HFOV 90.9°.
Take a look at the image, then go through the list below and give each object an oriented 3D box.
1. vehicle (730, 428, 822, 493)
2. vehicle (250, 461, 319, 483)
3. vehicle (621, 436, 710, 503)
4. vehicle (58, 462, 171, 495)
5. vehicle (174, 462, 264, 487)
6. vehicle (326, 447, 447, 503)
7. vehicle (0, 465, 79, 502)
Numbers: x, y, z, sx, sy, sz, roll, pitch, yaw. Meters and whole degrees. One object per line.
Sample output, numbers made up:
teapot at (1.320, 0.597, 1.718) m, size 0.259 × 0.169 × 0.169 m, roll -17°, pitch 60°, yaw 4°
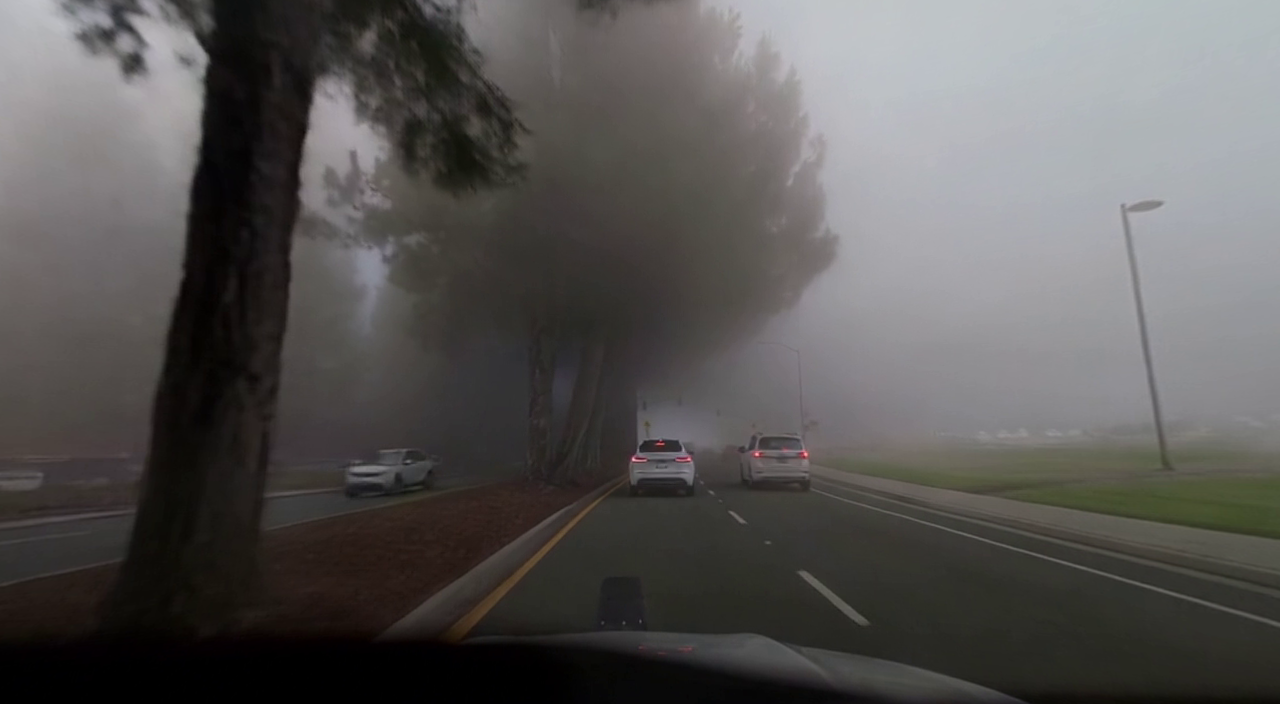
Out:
vehicle at (4.263, 3.483, 20.650) m, size 1.953 × 1.818 × 5.299 m, roll -1°, pitch -8°, yaw 2°
vehicle at (-25.743, 8.680, 45.726) m, size 4.011 × 1.473 × 1.913 m, roll -2°, pitch -8°, yaw 10°
vehicle at (0.678, 3.123, 17.256) m, size 2.154 × 1.585 × 3.997 m, roll -1°, pitch -8°, yaw 2°
vehicle at (-27.577, 6.632, 33.156) m, size 4.434 × 1.582 × 1.946 m, roll -1°, pitch -8°, yaw 7°
vehicle at (-27.079, 7.856, 40.623) m, size 4.366 × 1.486 × 2.072 m, roll -1°, pitch -8°, yaw 5°
vehicle at (-7.719, 3.766, 19.726) m, size 1.773 × 1.449 × 4.322 m, roll -4°, pitch -9°, yaw 4°
vehicle at (-27.531, 5.742, 27.682) m, size 4.106 × 1.465 × 1.869 m, roll -1°, pitch -8°, yaw 5°
